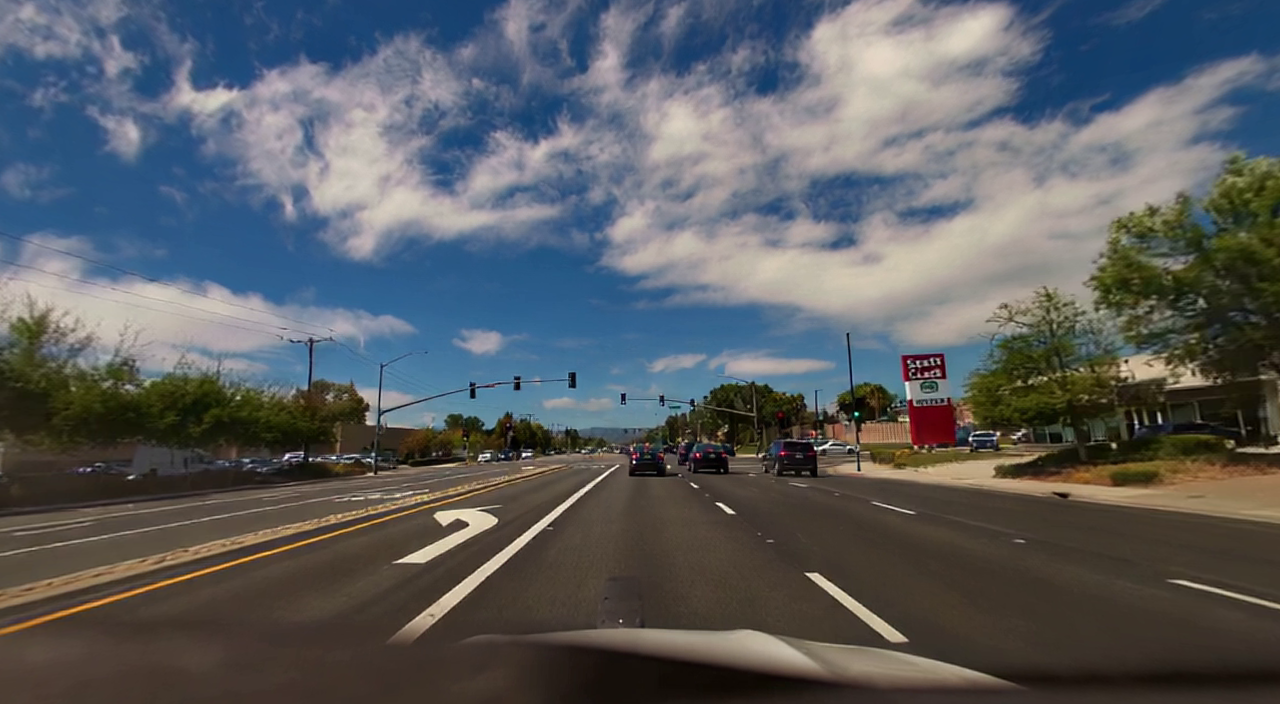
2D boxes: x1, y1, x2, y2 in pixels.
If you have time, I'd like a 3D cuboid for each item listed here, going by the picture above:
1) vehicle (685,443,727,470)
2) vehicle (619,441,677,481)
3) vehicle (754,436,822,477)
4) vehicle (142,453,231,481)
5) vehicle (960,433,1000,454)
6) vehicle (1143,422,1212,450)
[{"bbox_3d":[3.769,6.053,36.890,1.889,1.473,4.643,0,-9,-1],"label":"vehicle"},{"bbox_3d":[0.295,4.356,25.511,2.135,1.468,4.076,0,-8,0],"label":"vehicle"},{"bbox_3d":[6.652,4.746,28.928,2.009,1.700,4.275,0,-9,-1],"label":"vehicle"},{"bbox_3d":[-31.129,7.879,43.457,4.471,1.829,2.071,0,-9,-2],"label":"vehicle"},{"bbox_3d":[26.125,7.013,48.425,2.222,1.538,4.817,-6,-10,32],"label":"vehicle"},{"bbox_3d":[29.470,4.673,34.772,1.951,1.443,4.614,-5,-10,29],"label":"vehicle"}]
